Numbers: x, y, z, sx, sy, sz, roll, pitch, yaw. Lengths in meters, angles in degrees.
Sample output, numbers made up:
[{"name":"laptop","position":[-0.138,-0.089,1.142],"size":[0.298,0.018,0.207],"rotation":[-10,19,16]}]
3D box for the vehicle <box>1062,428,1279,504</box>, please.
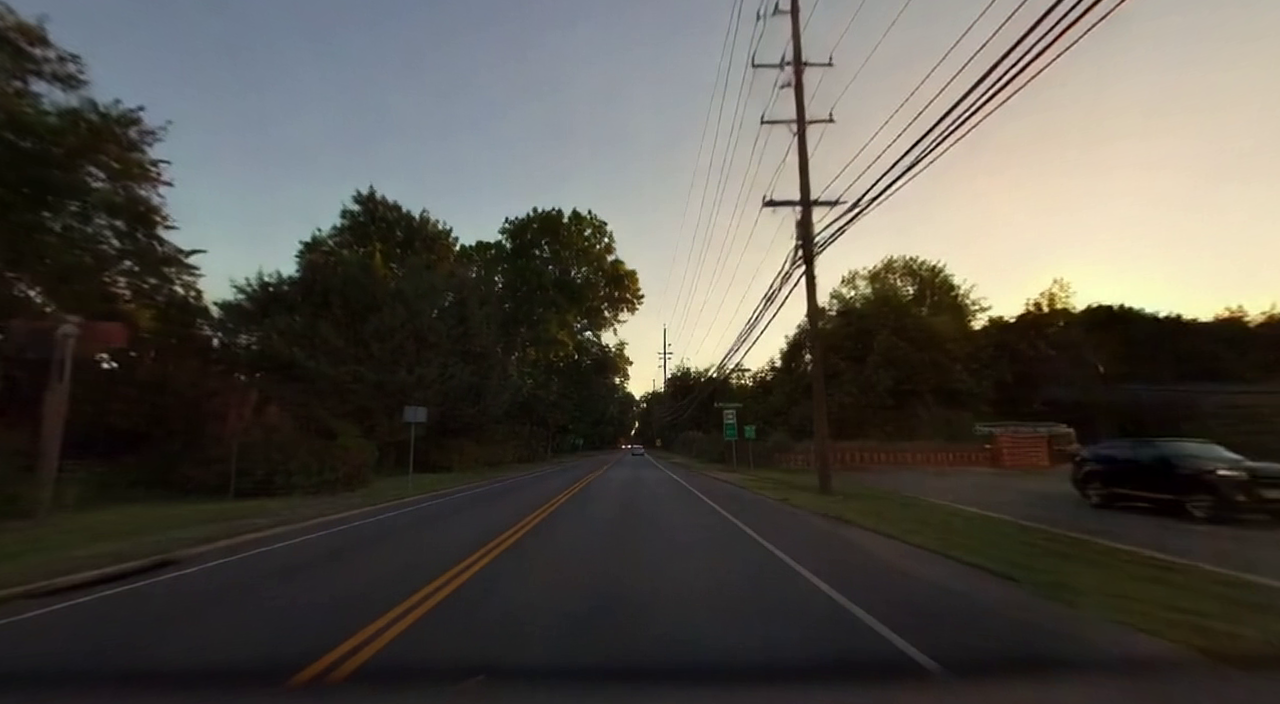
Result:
[{"name":"vehicle","position":[15.970,3.263,18.301],"size":[5.494,2.011,2.421],"rotation":[-1,-9,5]}]
